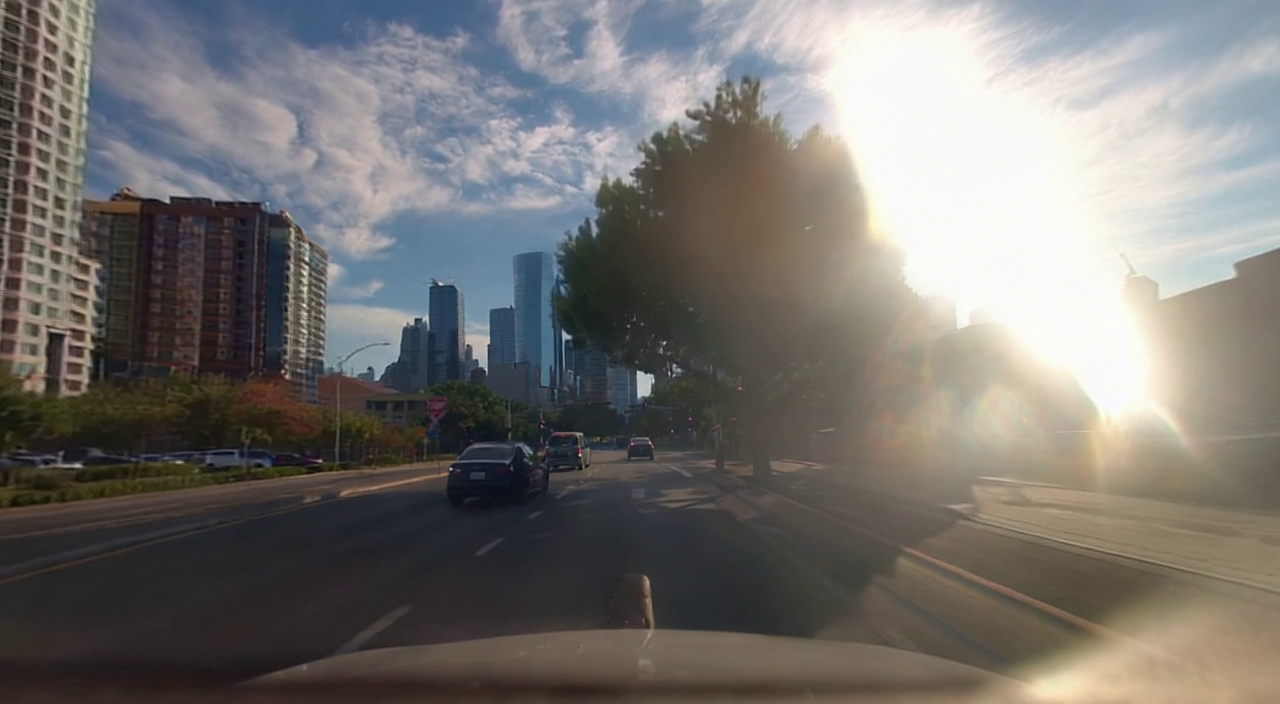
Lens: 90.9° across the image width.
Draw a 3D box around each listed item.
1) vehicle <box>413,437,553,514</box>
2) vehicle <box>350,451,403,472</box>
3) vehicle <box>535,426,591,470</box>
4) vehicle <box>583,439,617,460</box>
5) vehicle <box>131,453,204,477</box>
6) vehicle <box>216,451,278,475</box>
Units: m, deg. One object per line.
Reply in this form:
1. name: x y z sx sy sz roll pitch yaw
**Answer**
1. vehicle: -3.227 2.636 13.965 1.959 1.406 4.272 0 -9 1
2. vehicle: -19.894 8.270 47.808 1.878 1.472 4.736 0 -9 1
3. vehicle: -3.698 4.744 31.123 2.152 1.987 4.527 0 -9 1
4. vehicle: -3.022 7.539 48.760 2.246 1.481 4.146 0 -9 1
5. vehicle: -34.533 8.277 46.203 1.868 1.591 4.503 0 -9 0
6. vehicle: -28.918 8.142 46.495 1.859 1.614 4.102 0 -9 0
